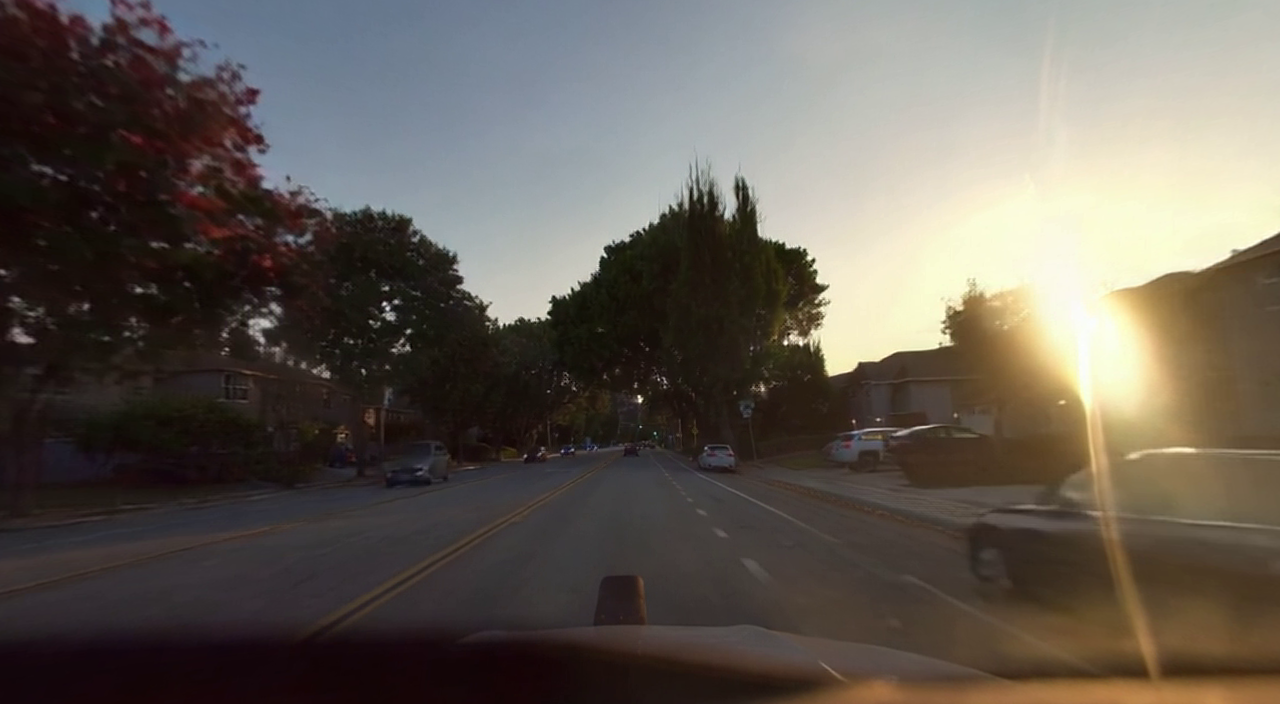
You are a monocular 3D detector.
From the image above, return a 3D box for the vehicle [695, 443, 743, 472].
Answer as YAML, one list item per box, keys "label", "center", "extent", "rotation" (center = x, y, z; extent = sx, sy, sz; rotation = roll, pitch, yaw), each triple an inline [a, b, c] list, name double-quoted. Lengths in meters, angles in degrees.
- label: "vehicle"
  center: [4.244, 5.768, 34.819]
  extent: [2.011, 1.458, 4.633]
  rotation: [0, -8, -1]

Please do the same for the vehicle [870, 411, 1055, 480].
- label: "vehicle"
  center: [10.741, 3.170, 21.311]
  extent: [4.964, 1.739, 2.184]
  rotation: [-4, -10, -6]

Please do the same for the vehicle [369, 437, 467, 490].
- label: "vehicle"
  center: [-8.596, 4.348, 25.009]
  extent: [2.146, 1.869, 4.654]
  rotation: [0, -8, 0]

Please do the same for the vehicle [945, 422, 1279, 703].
- label: "vehicle"
  center: [3.866, 1.180, 3.567]
  extent: [1.991, 1.500, 4.562]
  rotation: [0, -8, 0]
